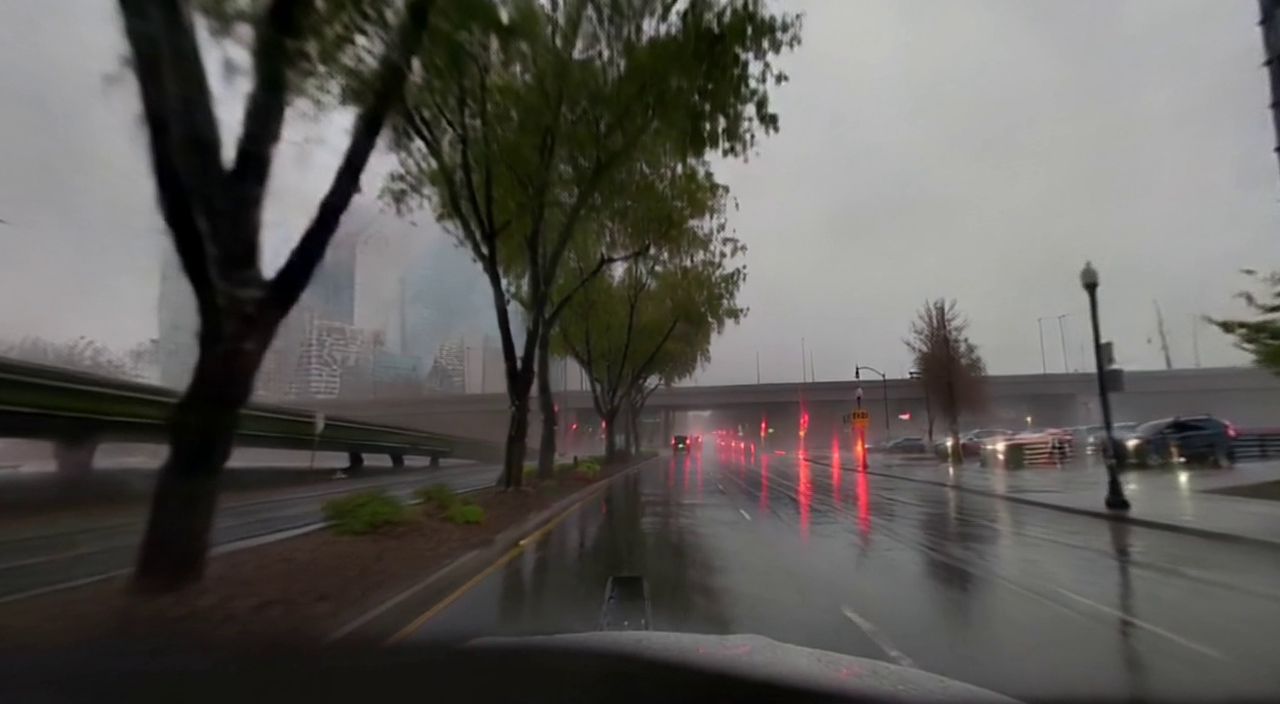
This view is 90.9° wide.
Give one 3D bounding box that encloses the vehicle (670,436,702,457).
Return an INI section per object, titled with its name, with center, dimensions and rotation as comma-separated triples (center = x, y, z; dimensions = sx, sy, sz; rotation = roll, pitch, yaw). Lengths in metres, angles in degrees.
[vehicle]
center = 3.514, 7.100, 47.539
dimensions = 2.280, 1.475, 4.051
rotation = -1, -8, 6
